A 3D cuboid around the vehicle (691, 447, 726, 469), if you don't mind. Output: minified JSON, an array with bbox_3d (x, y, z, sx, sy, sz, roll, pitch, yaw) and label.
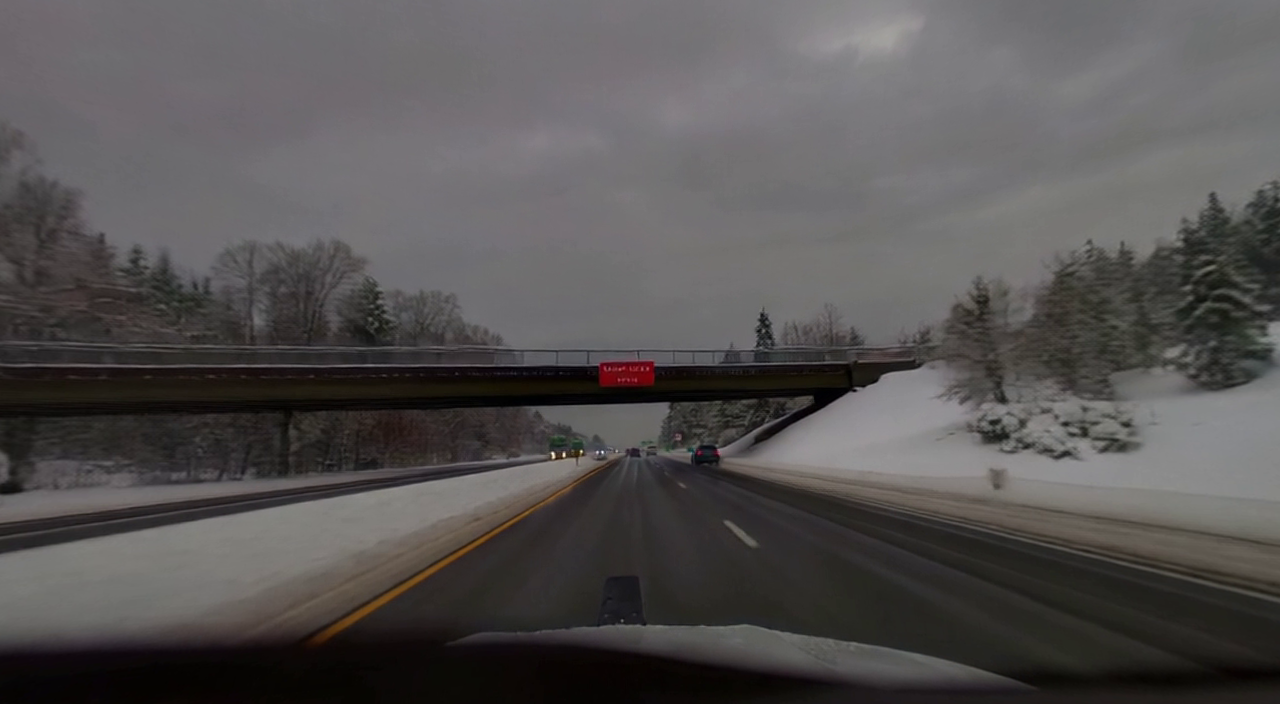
[{"bbox_3d":[4.794,7.443,44.469,1.987,1.473,4.244,0,-9,0],"label":"vehicle"}]
